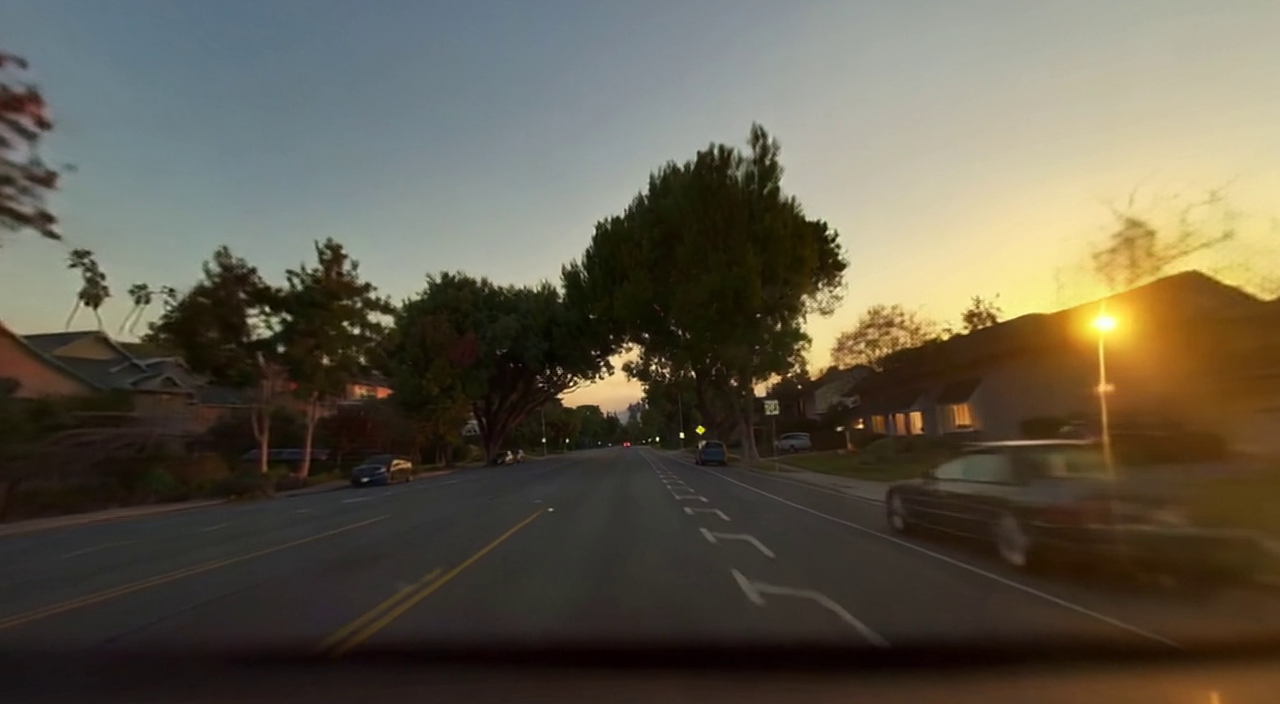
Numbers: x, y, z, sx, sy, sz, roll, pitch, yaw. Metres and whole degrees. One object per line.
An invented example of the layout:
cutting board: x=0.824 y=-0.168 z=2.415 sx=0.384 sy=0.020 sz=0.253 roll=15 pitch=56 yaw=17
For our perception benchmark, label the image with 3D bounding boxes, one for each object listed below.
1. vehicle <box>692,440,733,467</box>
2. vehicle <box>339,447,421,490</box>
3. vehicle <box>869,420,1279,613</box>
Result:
vehicle: x=4.374 y=6.267 z=38.854 sx=2.000 sy=1.520 sz=4.943 roll=-1 pitch=-9 yaw=0
vehicle: x=-12.478 y=5.580 z=30.679 sx=2.034 sy=1.646 sz=4.808 roll=-4 pitch=-7 yaw=-2
vehicle: x=4.593 y=1.707 z=7.579 sx=1.939 sy=1.561 sz=4.495 roll=2 pitch=-8 yaw=-1
